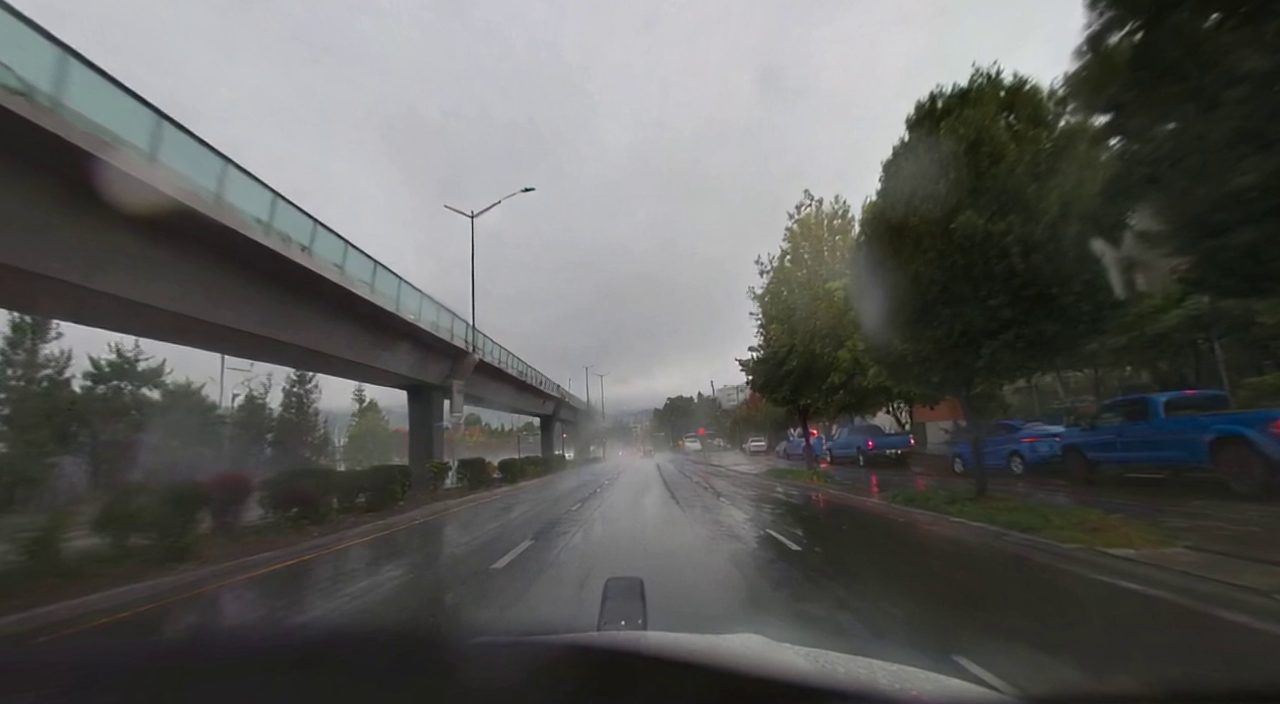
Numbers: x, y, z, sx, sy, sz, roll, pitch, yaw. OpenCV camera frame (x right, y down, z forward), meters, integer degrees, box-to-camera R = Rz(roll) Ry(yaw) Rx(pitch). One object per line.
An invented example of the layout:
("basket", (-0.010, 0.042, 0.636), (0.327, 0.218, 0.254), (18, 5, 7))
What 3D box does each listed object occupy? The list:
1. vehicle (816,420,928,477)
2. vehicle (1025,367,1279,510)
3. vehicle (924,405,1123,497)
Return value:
("vehicle", (10.439, 4.468, 29.051), (2.445, 2.272, 6.461), (-1, -9, -2))
("vehicle", (10.289, 1.576, 11.962), (2.290, 1.976, 5.520), (-9, -9, 1))
("vehicle", (10.346, 2.751, 17.604), (2.138, 1.805, 5.011), (-11, -9, -1))
